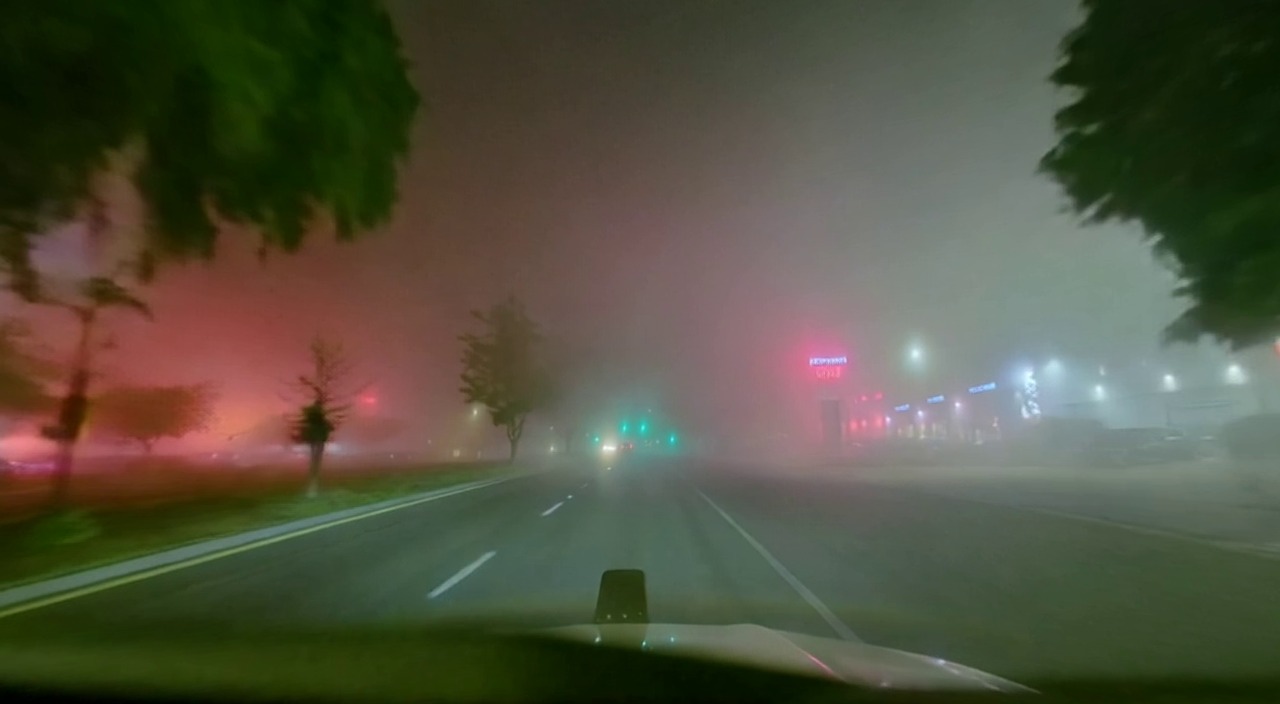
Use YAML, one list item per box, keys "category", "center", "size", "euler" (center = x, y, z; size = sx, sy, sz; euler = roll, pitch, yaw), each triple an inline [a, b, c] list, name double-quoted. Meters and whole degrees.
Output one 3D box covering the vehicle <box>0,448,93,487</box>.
- category: "vehicle"
  center: [-26.295, 4.860, 26.888]
  size: [1.850, 1.477, 4.492]
  euler: [0, -8, 0]
